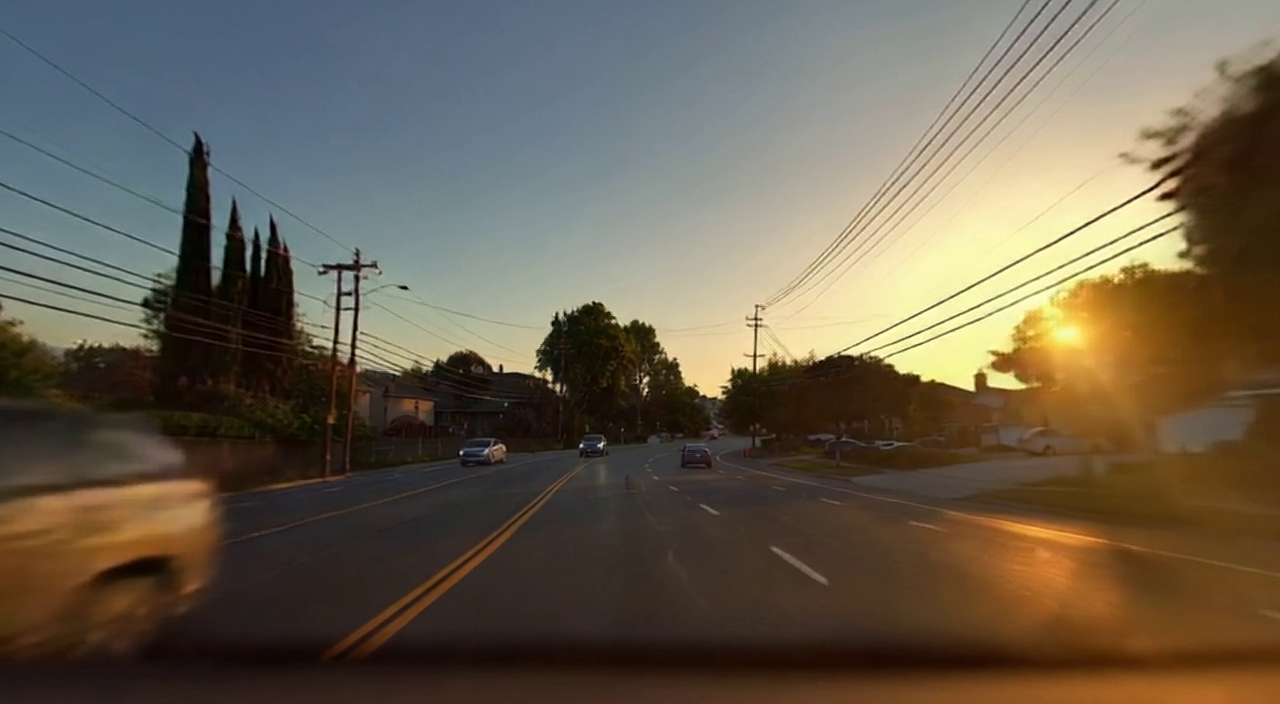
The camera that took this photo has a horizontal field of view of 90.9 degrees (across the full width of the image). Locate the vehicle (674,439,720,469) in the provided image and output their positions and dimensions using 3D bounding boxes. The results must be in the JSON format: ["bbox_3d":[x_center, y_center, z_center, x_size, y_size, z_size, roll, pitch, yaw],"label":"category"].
[{"bbox_3d":[2.928,5.336,33.103,1.982,1.451,4.152,0,-9,-1],"label":"vehicle"}]

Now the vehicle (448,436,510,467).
[{"bbox_3d":[-8.501,5.316,33.777,2.019,1.476,4.786,0,-9,0],"label":"vehicle"}]

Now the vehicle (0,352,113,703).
[{"bbox_3d":[-4.140,0.637,1.187,2.205,1.769,4.589,-1,-9,2],"label":"vehicle"}]

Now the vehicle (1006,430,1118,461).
[{"bbox_3d":[21.733,4.823,32.537,4.444,1.479,1.913,0,-8,-3],"label":"vehicle"}]
